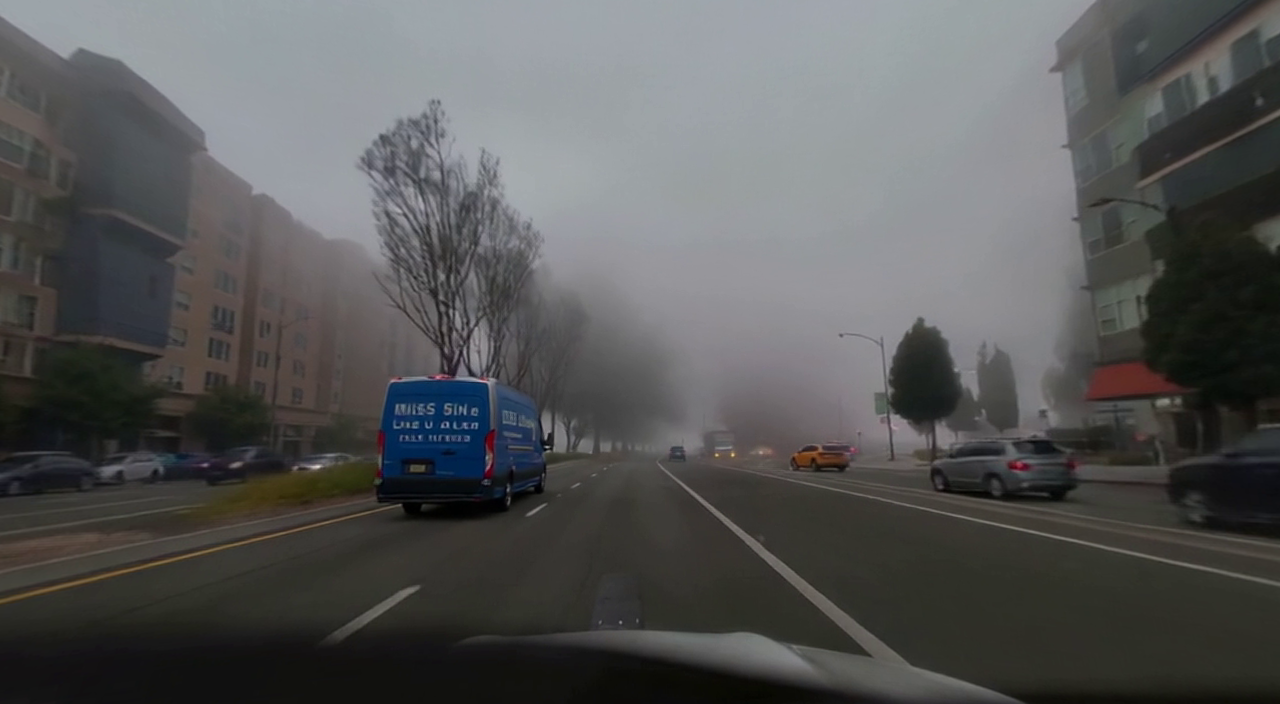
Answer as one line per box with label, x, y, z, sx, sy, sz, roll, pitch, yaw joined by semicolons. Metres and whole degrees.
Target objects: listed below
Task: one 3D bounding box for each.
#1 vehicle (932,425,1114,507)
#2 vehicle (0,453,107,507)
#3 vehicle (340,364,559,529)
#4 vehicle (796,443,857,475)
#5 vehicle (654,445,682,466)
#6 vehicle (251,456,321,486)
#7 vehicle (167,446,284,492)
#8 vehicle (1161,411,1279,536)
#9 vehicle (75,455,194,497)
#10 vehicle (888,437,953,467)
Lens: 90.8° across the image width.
vehicle;9.159;2.735;15.619;1.766;1.725;4.221;0;-8;-1
vehicle;-22.856;4.691;23.510;1.916;1.782;4.572;0;-8;1
vehicle;-3.944;2.245;15.307;2.763;2.974;7.562;-1;-8;1
vehicle;9.196;5.268;31.391;1.850;1.477;3.520;0;-9;-2
vehicle;2.114;7.875;48.321;1.878;1.534;4.120;0;-8;-1
vehicle;-23.017;7.695;41.240;1.869;1.724;4.505;-1;-8;1
vehicle;-17.171;4.815;26.466;1.924;1.698;4.505;0;-8;-2
vehicle;9.728;1.582;8.185;2.044;1.673;4.398;0;-9;-3
vehicle;-22.883;5.585;28.858;1.873;1.657;4.381;0;-8;-2
vehicle;16.406;5.839;36.821;4.218;1.622;1.930;9;-12;-43
